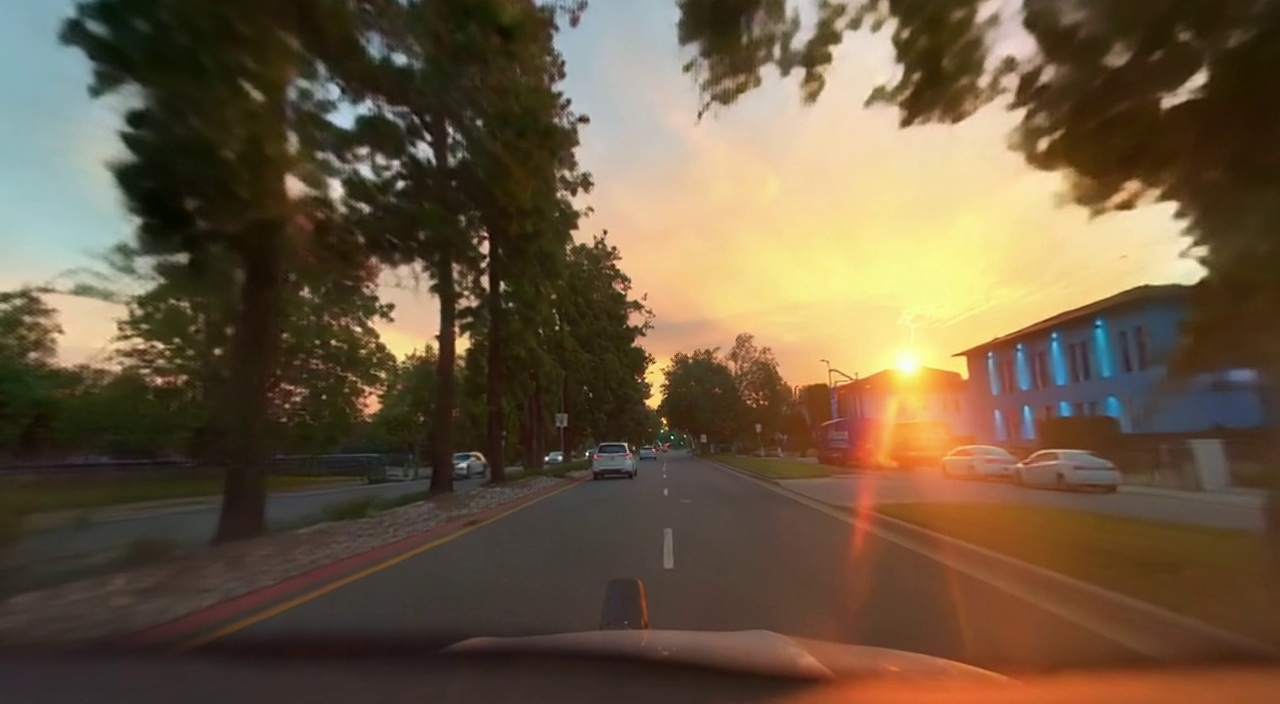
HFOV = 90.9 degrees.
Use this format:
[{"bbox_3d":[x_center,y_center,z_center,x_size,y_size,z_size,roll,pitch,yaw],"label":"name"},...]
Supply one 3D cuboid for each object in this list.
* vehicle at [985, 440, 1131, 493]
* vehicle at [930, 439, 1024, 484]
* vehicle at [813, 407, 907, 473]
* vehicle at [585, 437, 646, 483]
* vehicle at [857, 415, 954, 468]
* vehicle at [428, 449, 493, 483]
[{"bbox_3d":[13.054,3.582,20.076,1.852,1.457,4.351,0,-8,3],"label":"vehicle"},{"bbox_3d":[13.482,4.364,25.485,1.686,1.467,3.955,-5,-7,3],"label":"vehicle"},{"bbox_3d":[14.353,5.907,42.302,2.794,3.710,10.785,-3,-8,3],"label":"vehicle"},{"bbox_3d":[-0.892,4.387,25.884,2.129,1.713,4.314,0,-8,3],"label":"vehicle"},{"bbox_3d":[13.565,4.661,32.892,2.507,2.441,6.959,-1,-8,5],"label":"vehicle"},{"bbox_3d":[-10.015,6.371,35.610,1.997,1.775,4.585,-1,-8,4],"label":"vehicle"}]
